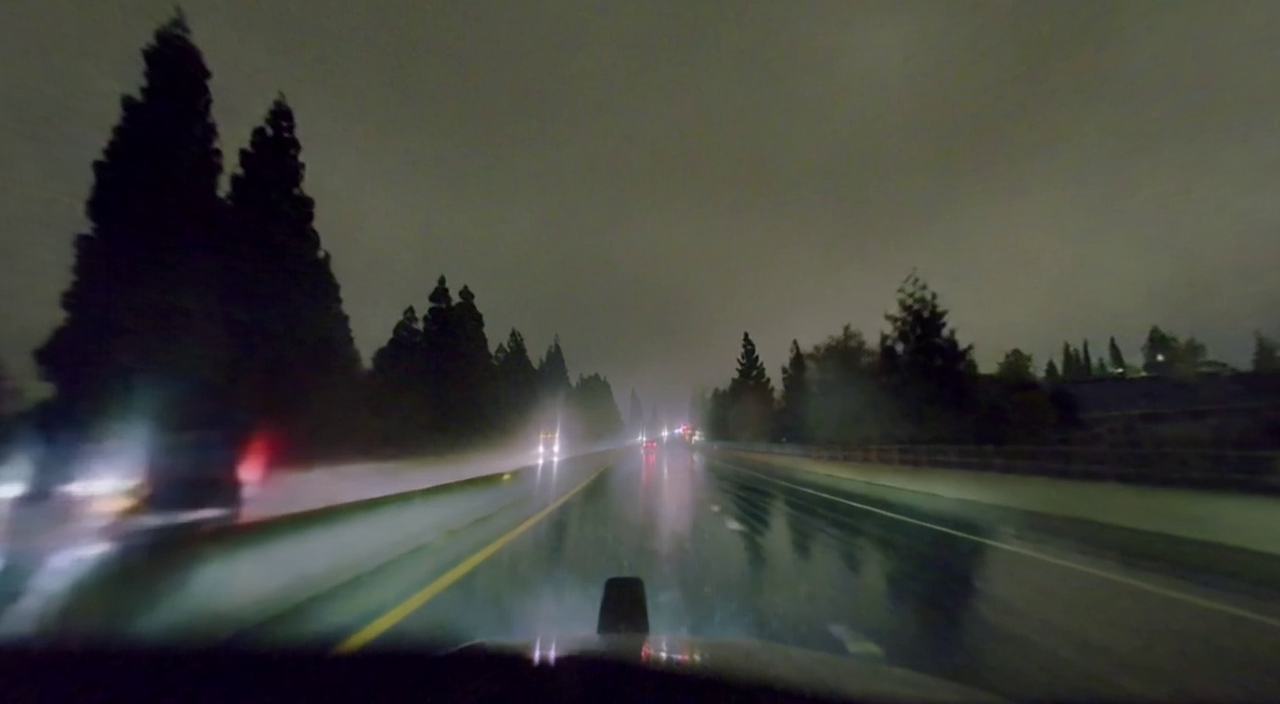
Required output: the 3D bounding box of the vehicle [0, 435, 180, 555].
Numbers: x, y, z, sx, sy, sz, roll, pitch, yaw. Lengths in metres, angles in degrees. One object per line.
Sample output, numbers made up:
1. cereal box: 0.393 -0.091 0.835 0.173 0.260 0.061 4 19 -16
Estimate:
1. vehicle: -9.042 1.898 8.589 2.040 1.491 4.606 0 -8 1
